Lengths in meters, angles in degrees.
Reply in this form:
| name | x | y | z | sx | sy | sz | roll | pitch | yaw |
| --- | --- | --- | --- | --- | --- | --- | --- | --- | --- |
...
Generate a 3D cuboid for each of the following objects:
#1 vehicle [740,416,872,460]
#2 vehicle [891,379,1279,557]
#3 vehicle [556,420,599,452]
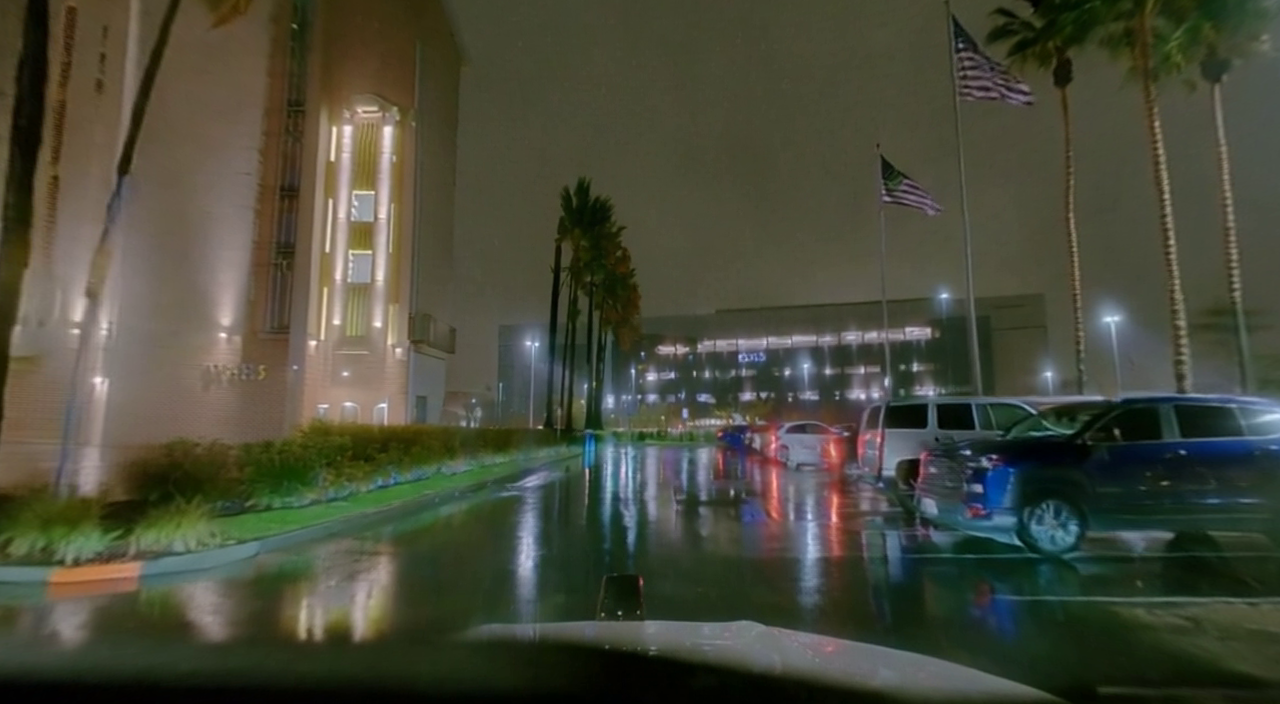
| name | x | y | z | sx | sy | sz | roll | pitch | yaw |
| --- | --- | --- | --- | --- | --- | --- | --- | --- | --- |
| vehicle | 6.987 | 3.701 | 27.132 | 5.254 | 1.793 | 1.998 | -1 | -8 | 8 |
| vehicle | 5.571 | 1.268 | 7.181 | 4.567 | 1.723 | 1.926 | 0 | -8 | 4 |
| vehicle | -4.045 | 5.519 | 41.619 | 1.943 | 1.890 | 4.472 | 2 | -6 | 6 |
